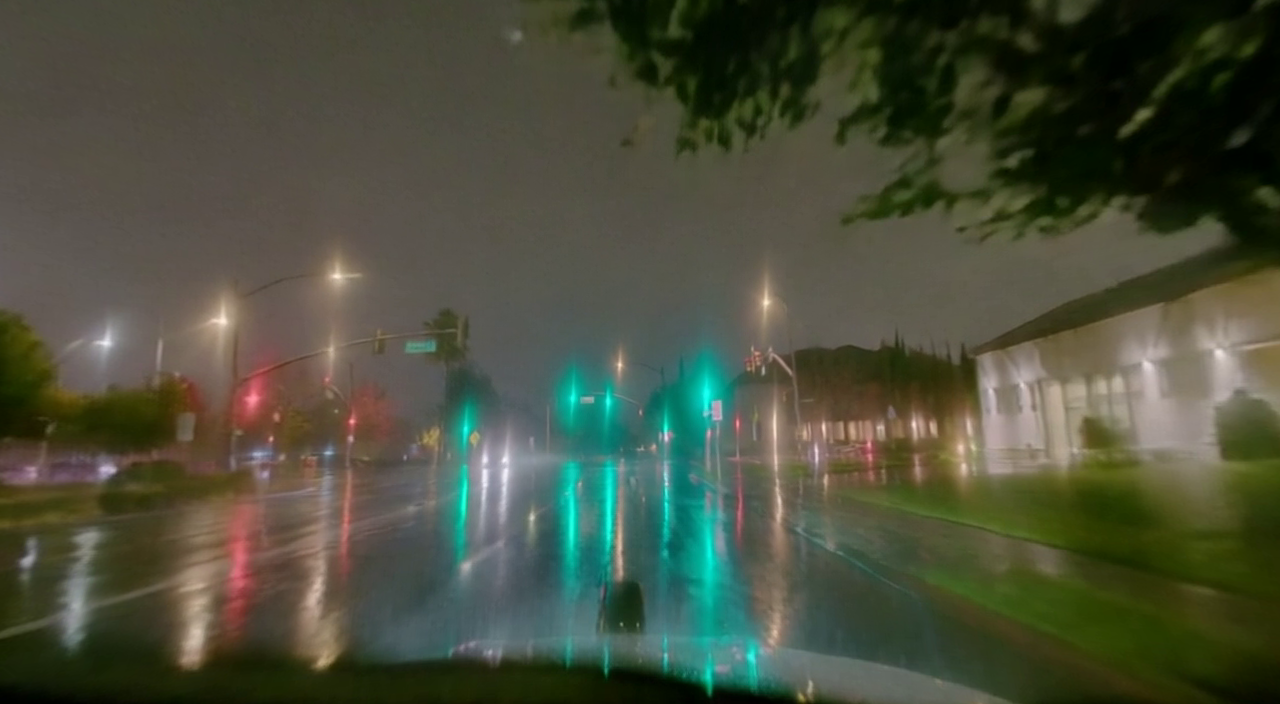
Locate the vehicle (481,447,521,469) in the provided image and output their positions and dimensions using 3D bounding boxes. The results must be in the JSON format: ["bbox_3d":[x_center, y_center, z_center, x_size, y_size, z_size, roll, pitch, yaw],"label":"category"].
[{"bbox_3d":[-10.693,8.159,48.871,2.035,1.461,4.465,-4,-9,0],"label":"vehicle"}]
